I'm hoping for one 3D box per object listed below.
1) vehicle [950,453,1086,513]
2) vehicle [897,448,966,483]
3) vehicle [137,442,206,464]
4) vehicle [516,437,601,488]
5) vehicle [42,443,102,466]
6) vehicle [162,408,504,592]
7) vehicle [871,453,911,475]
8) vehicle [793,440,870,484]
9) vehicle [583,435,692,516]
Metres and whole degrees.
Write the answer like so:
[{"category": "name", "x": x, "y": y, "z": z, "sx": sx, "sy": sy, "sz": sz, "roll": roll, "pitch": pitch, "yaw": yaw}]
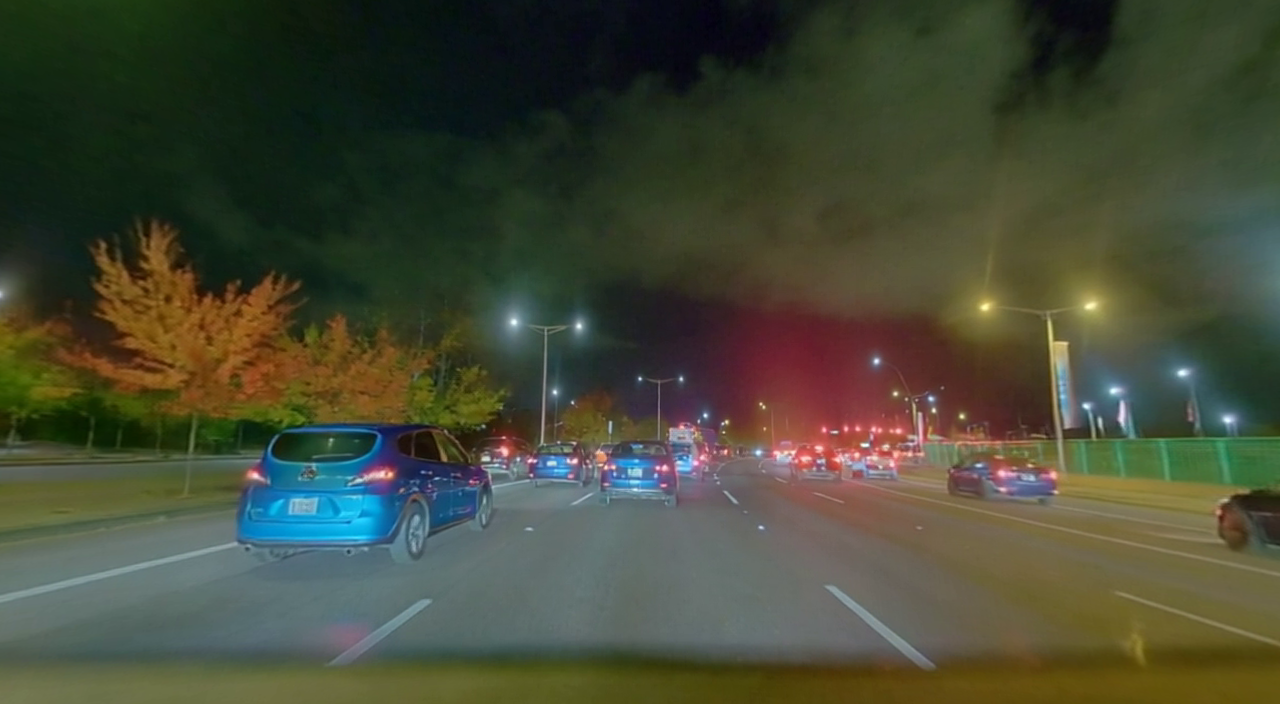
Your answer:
[{"category": "vehicle", "x": 10.875, "y": 3.754, "z": 18.480, "sx": 1.749, "sy": 1.481, "sz": 3.808, "roll": 0, "pitch": -9, "yaw": 2}, {"category": "vehicle", "x": 16.229, "y": 6.310, "z": 35.326, "sx": 2.087, "sy": 1.745, "sz": 4.673, "roll": 0, "pitch": -9, "yaw": 7}, {"category": "vehicle", "x": -36.493, "y": 7.851, "z": 49.049, "sx": 4.051, "sy": 1.616, "sz": 1.889, "roll": -1, "pitch": -8, "yaw": 8}, {"category": "vehicle", "x": -2.715, "y": 3.813, "z": 22.075, "sx": 1.974, "sy": 1.549, "sz": 4.603, "roll": 0, "pitch": -8, "yaw": 5}, {"category": "vehicle", "x": -40.018, "y": 7.180, "z": 44.337, "sx": 3.667, "sy": 1.465, "sz": 1.735, "roll": -4, "pitch": -5, "yaw": 24}, {"category": "vehicle", "x": -3.277, "y": 1.665, "z": 7.934, "sx": 1.988, "sy": 1.635, "sz": 4.260, "roll": 0, "pitch": -8, "yaw": 2}, {"category": "vehicle", "x": 18.146, "y": 8.091, "z": 45.710, "sx": 1.828, "sy": 1.479, "sz": 4.391, "roll": -1, "pitch": -9, "yaw": 10}, {"category": "vehicle", "x": 7.351, "y": 4.244, "z": 24.646, "sx": 1.944, "sy": 1.544, "sz": 4.301, "roll": 0, "pitch": -9, "yaw": 4}, {"category": "vehicle", "x": 0.077, "y": 2.689, "z": 14.278, "sx": 2.090, "sy": 1.506, "sz": 4.276, "roll": 0, "pitch": -8, "yaw": 4}]
